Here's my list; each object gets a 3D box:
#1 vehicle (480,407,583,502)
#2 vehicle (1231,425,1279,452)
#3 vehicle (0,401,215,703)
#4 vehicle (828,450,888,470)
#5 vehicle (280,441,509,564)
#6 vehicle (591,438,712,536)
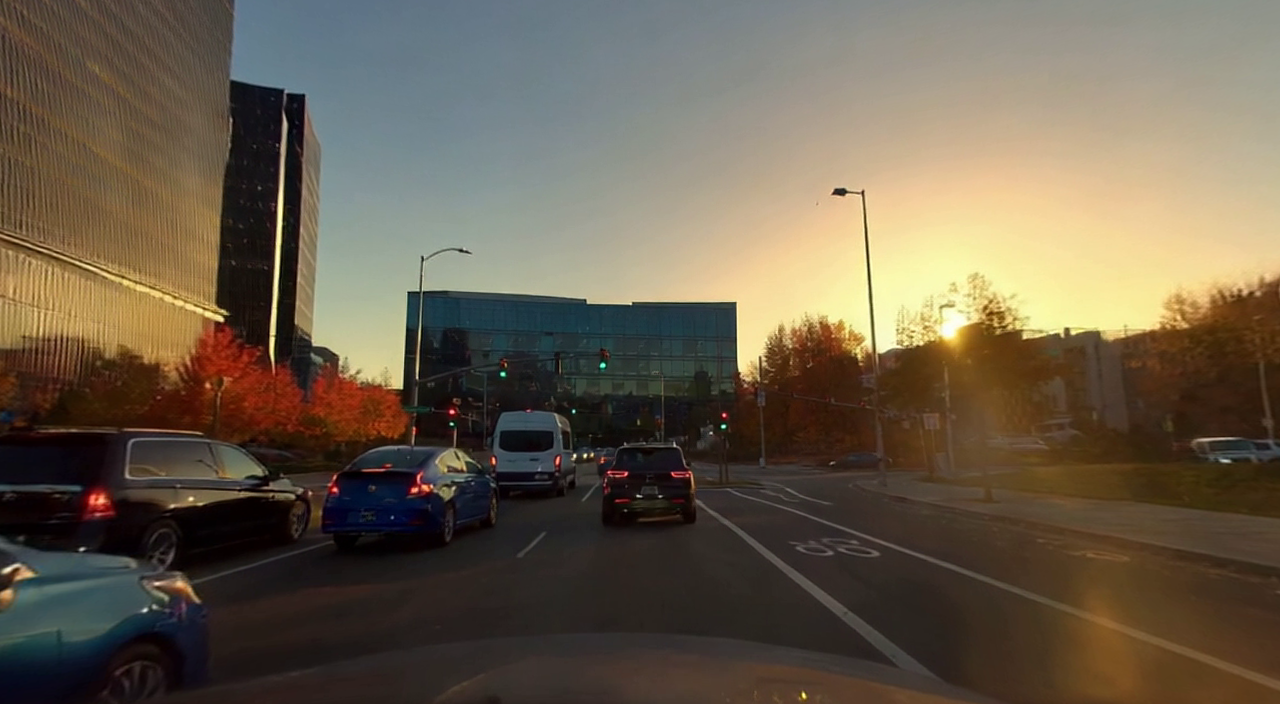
[{"bbox_3d":[-3.334,3.344,20.646,2.343,2.635,5.684,0,-9,0],"label":"vehicle"},{"bbox_3d":[36.421,5.038,36.265,1.754,1.501,3.833,-4,-10,20],"label":"vehicle"},{"bbox_3d":[-2.904,0.749,0.886,1.893,1.491,3.798,-1,-9,0],"label":"vehicle"},{"bbox_3d":[17.186,8.534,49.539,3.988,1.518,1.824,0,-9,-2],"label":"vehicle"},{"bbox_3d":[-3.529,2.224,10.032,1.955,1.499,4.223,0,-9,0],"label":"vehicle"},{"bbox_3d":[0.185,2.511,12.164,1.979,1.562,3.630,-1,-9,0],"label":"vehicle"}]
